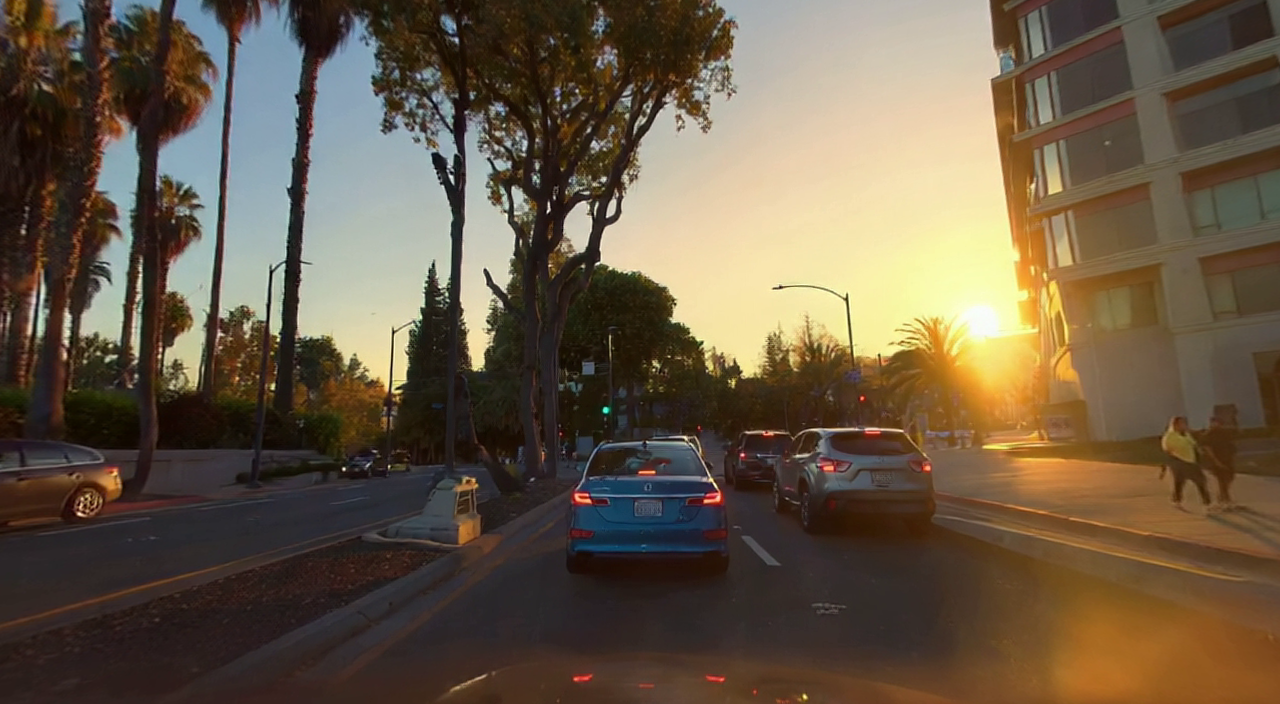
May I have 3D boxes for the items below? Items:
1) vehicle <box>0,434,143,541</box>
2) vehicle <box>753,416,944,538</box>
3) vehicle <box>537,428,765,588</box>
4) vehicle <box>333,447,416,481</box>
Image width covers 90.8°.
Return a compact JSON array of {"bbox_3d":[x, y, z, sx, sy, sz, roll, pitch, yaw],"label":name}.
[{"bbox_3d":[-13.055,2.718,12.289,2.240,1.964,5.707,-6,-8,0],"label":"vehicle"},{"bbox_3d":[3.399,2.131,11.341,2.003,1.733,4.319,0,-8,1],"label":"vehicle"},{"bbox_3d":[0.144,1.736,7.865,2.088,1.452,3.993,0,-8,1],"label":"vehicle"},{"bbox_3d":[-13.187,5.565,31.709,1.965,1.507,4.725,-1,-8,2],"label":"vehicle"}]
